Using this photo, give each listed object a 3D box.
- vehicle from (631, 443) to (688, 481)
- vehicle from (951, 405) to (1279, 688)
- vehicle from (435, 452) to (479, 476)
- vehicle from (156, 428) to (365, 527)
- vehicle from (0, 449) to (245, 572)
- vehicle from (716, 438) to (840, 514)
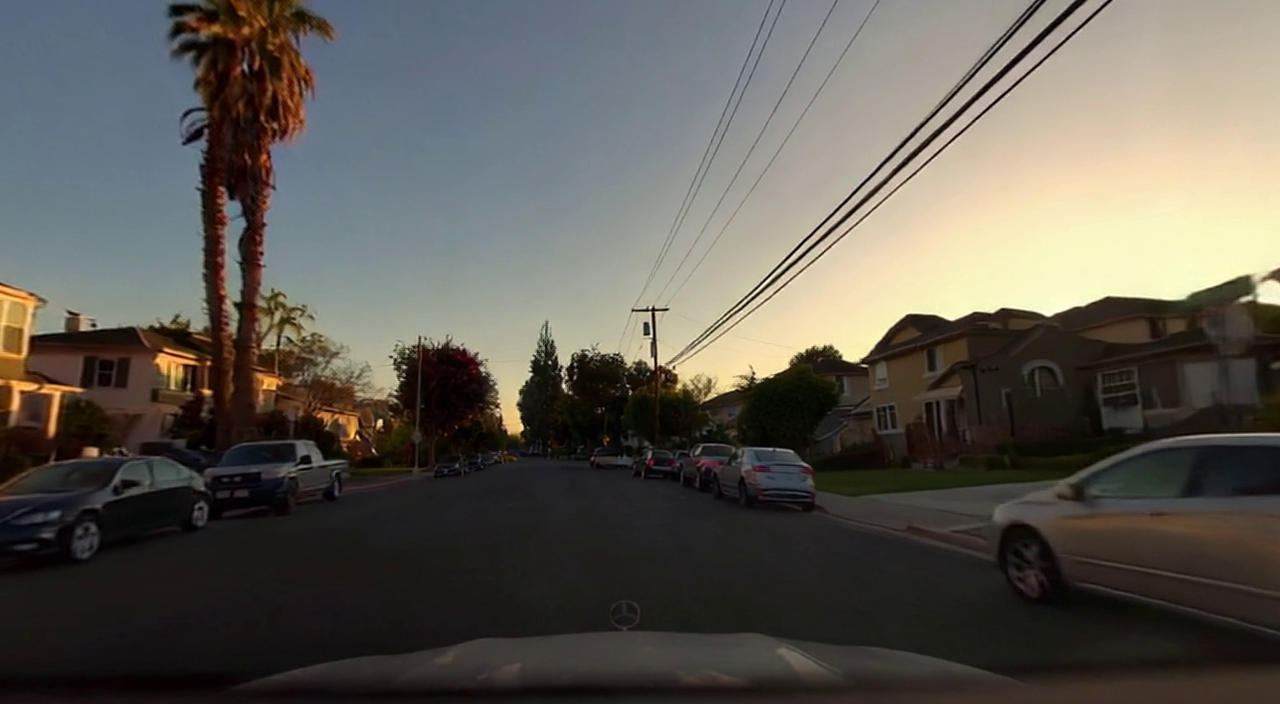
[{"bbox_3d":[0.947,5.733,33.303,2.115,1.826,4.871,2,-9,-9],"label":"vehicle"},{"bbox_3d":[4.577,1.256,4.474,1.943,1.623,4.471,2,-9,-9],"label":"vehicle"},{"bbox_3d":[-12.183,7.464,42.346,2.013,1.483,4.645,1,-9,-6],"label":"vehicle"},{"bbox_3d":[-8.852,2.969,15.584,2.300,1.943,5.744,1,-9,-9],"label":"vehicle"},{"bbox_3d":[-8.164,2.273,9.880,1.801,1.477,4.239,2,-9,-10],"label":"vehicle"},{"bbox_3d":[3.373,3.143,16.455,1.894,1.675,4.294,1,-9,-5],"label":"vehicle"}]
